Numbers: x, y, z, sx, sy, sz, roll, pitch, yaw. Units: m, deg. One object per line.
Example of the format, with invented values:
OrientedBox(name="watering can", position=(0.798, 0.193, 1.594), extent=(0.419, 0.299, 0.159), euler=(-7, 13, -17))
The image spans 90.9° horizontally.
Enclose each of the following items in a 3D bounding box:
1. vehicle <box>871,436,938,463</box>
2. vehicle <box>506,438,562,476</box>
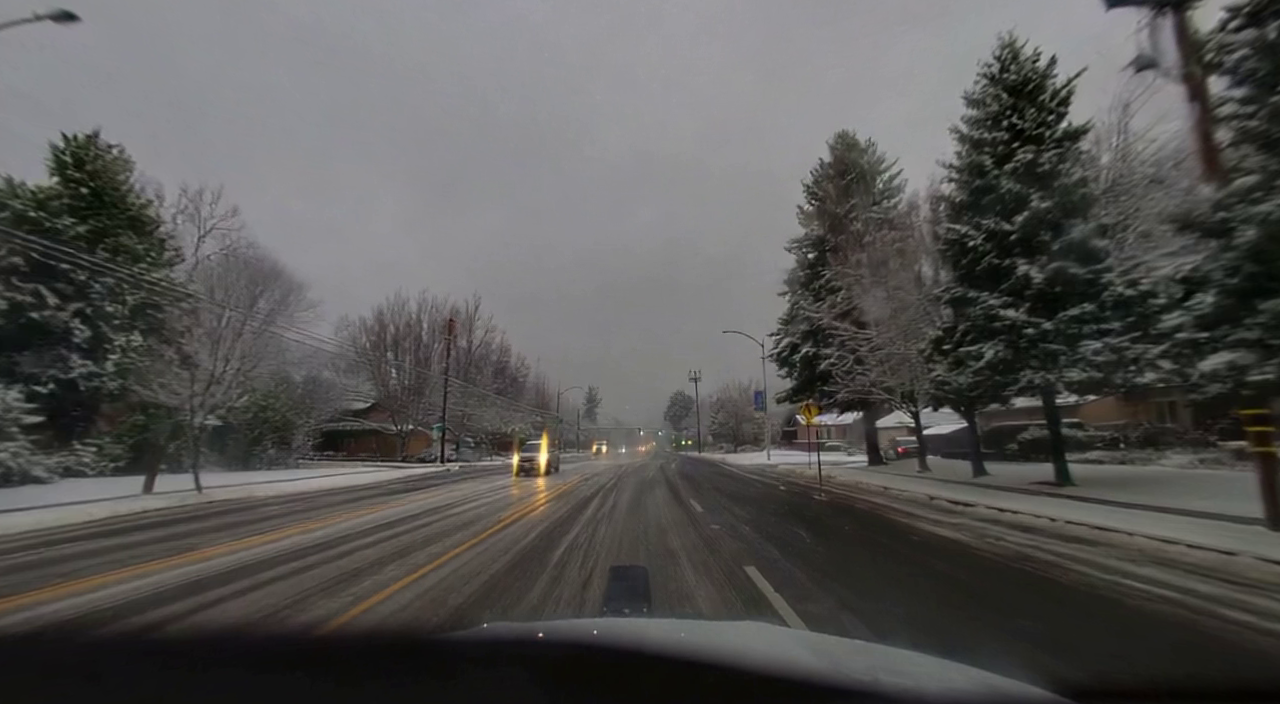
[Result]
OrientedBox(name="vehicle", position=(16.086, 5.964, 38.568), extent=(1.901, 1.547, 4.411), euler=(0, -9, -4))
OrientedBox(name="vehicle", position=(-4.568, 4.571, 27.666), extent=(1.774, 1.525, 3.897), euler=(0, -9, 0))
